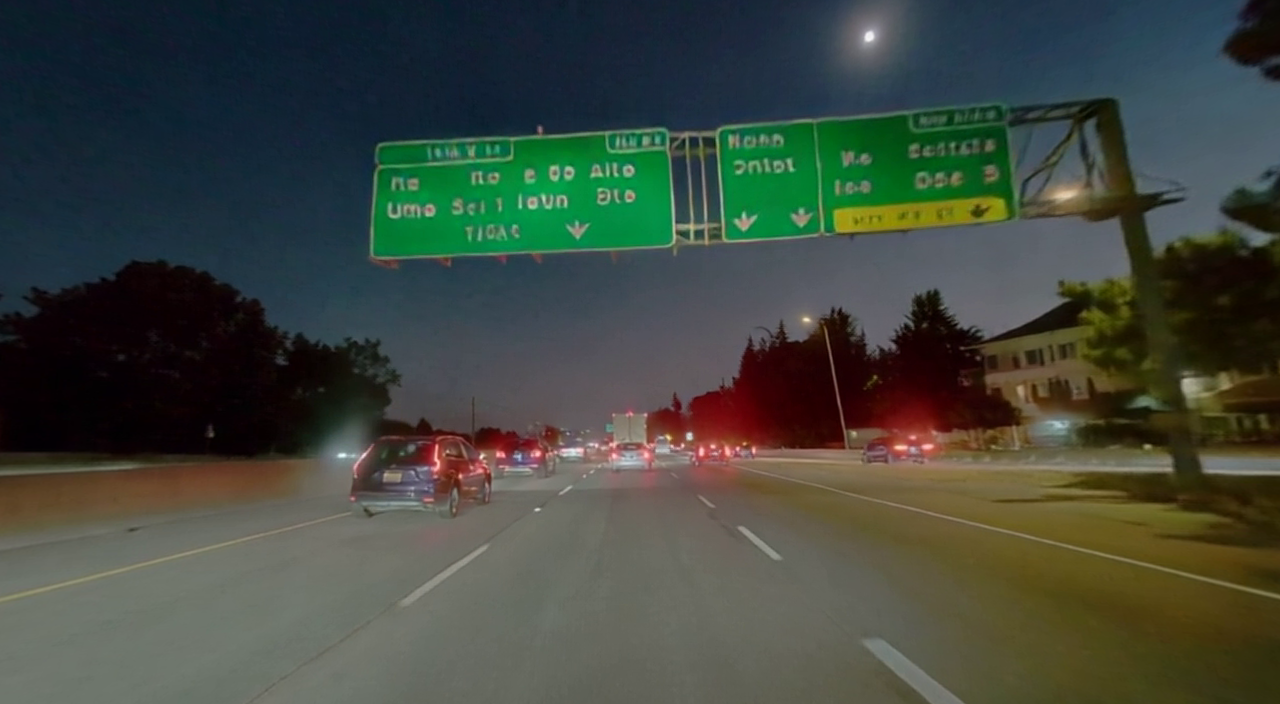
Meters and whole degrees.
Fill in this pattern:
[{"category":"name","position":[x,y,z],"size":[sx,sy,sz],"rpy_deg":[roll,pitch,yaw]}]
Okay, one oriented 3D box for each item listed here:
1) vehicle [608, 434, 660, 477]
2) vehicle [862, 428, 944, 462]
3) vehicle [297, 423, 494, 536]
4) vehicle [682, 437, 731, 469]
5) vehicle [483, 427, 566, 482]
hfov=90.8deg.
[{"category":"vehicle","position":[-0.271,4.459,27.480],"size":[2.063,1.703,4.203],"rpy_deg":[0,-9,-1]},{"category":"vehicle","position":[13.544,4.835,32.770],"size":[2.048,1.674,4.106],"rpy_deg":[1,-9,-8]},{"category":"vehicle","position":[-4.138,2.223,11.547],"size":[1.988,1.668,4.021],"rpy_deg":[0,-9,0]},{"category":"vehicle","position":[3.437,5.341,33.479],"size":[2.027,1.554,4.252],"rpy_deg":[0,-9,-1]},{"category":"vehicle","position":[-4.468,4.081,25.405],"size":[2.301,1.944,5.482],"rpy_deg":[0,-9,0]}]
